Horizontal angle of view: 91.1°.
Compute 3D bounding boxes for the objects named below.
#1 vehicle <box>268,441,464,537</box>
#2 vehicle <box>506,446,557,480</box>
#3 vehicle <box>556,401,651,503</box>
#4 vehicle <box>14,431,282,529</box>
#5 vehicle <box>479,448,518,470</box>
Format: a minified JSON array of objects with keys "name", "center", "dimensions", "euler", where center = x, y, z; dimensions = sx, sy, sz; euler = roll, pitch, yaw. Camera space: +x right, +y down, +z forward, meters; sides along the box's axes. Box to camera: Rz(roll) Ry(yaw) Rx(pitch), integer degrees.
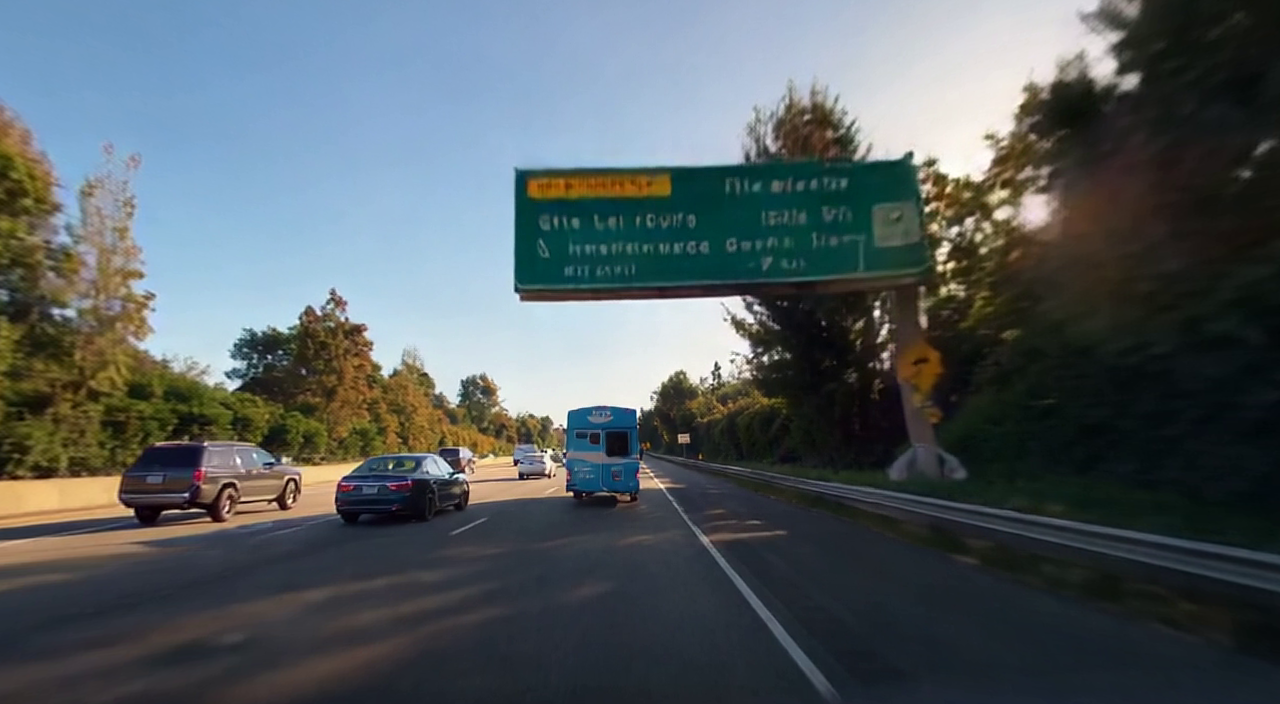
[{"name":"vehicle","center":[-4.773,2.417,11.723],"dimensions":[1.876,1.438,4.072],"euler":[0,-9,-1]},{"name":"vehicle","center":[-5.122,5.275,30.163],"dimensions":[1.872,1.480,3.545],"euler":[0,-9,-1]},{"name":"vehicle","center":[-0.961,2.944,18.664],"dimensions":[2.394,2.556,5.232],"euler":[0,-9,-1]},{"name":"vehicle","center":[-9.576,2.500,12.829],"dimensions":[2.010,1.621,4.252],"euler":[0,-9,0]},{"name":"vehicle","center":[-10.102,7.645,45.234],"dimensions":[1.886,1.462,4.084],"euler":[0,-9,-1]}]
